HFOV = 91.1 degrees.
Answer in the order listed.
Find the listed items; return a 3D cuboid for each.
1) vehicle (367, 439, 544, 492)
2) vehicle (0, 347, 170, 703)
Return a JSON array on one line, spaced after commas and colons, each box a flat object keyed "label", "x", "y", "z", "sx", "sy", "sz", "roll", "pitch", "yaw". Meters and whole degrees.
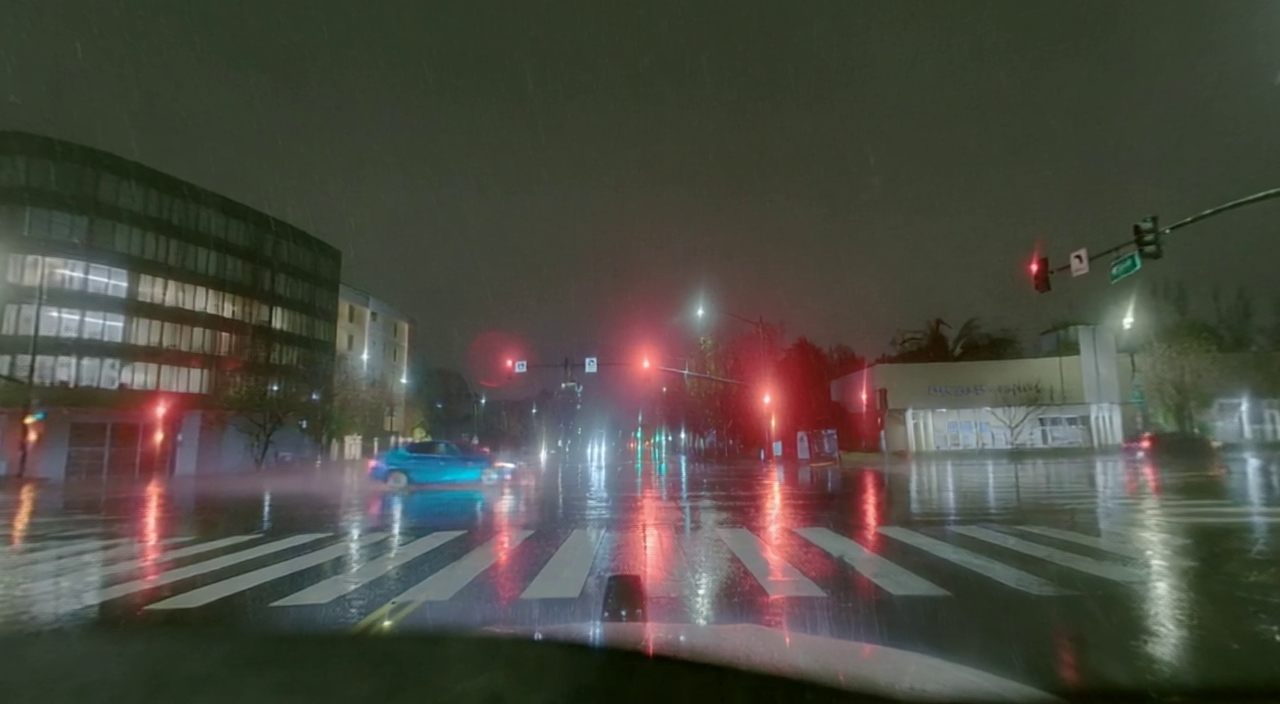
[{"label": "vehicle", "x": -5.284, "y": 3.305, "z": 18.449, "sx": 4.551, "sy": 1.454, "sz": 1.941, "roll": 0, "pitch": -8, "yaw": 1}, {"label": "vehicle", "x": -3.632, "y": 0.616, "z": 1.062, "sx": 2.109, "sy": 1.692, "sz": 4.587, "roll": 0, "pitch": -8, "yaw": 0}]
